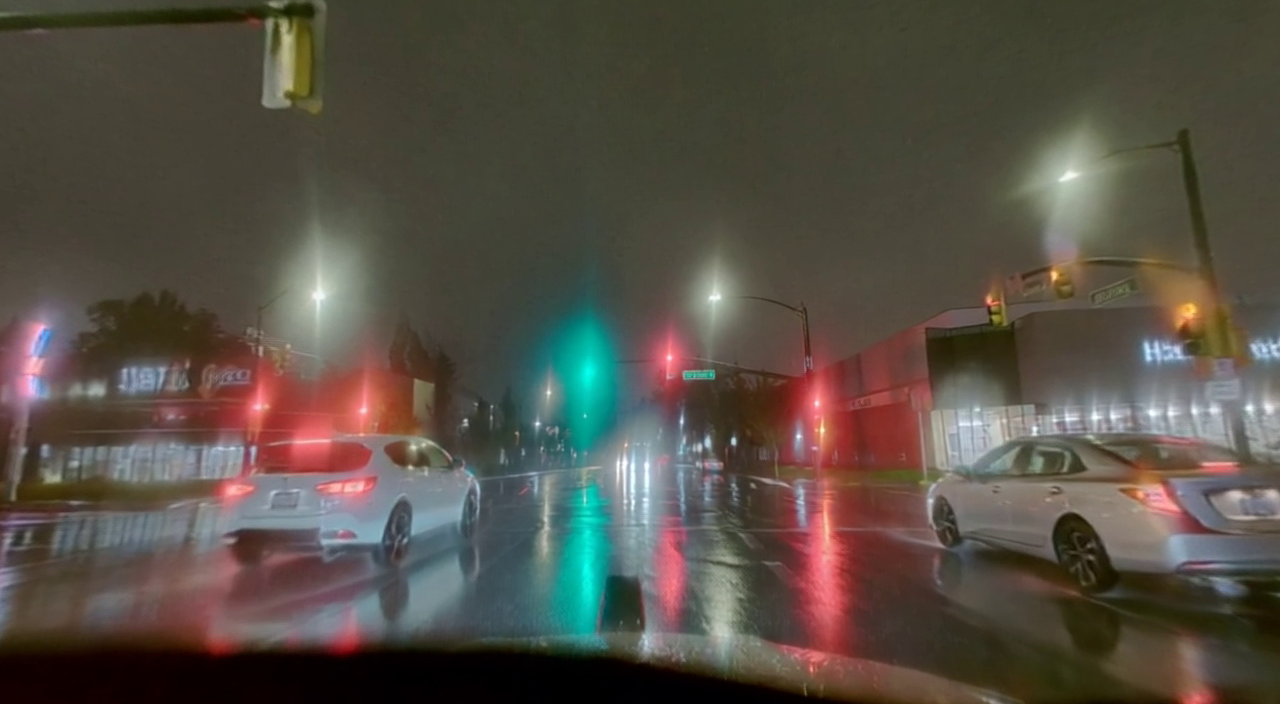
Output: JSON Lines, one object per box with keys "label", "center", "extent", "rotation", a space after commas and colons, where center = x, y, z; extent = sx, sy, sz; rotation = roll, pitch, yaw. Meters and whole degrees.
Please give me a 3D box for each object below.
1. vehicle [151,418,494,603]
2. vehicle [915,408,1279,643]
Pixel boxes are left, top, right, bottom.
{"label": "vehicle", "center": [-3.350, 1.740, 7.834], "extent": [1.947, 1.627, 4.248], "rotation": [0, -9, 1]}
{"label": "vehicle", "center": [4.984, 1.570, 6.776], "extent": [2.039, 1.655, 4.495], "rotation": [0, -9, 1]}
